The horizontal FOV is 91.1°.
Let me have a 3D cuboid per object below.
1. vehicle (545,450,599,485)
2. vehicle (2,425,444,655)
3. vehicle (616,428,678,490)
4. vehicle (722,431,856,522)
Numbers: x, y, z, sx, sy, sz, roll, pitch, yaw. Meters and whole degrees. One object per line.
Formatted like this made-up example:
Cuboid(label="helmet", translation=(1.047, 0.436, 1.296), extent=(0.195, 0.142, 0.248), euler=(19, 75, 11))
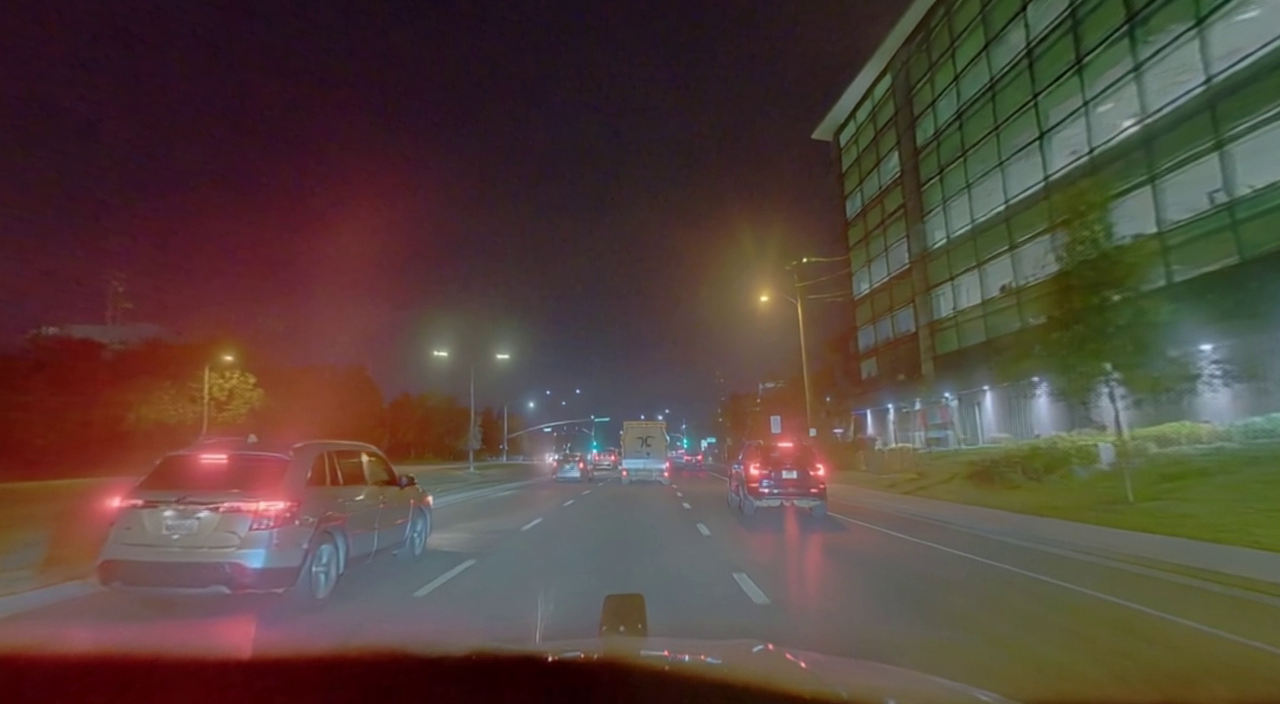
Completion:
Cuboid(label="vehicle", translation=(-3.241, 5.649, 30.961), extent=(1.984, 1.567, 4.311), euler=(0, -9, 3))
Cuboid(label="vehicle", translation=(-3.628, 1.647, 6.488), extent=(1.934, 1.643, 3.718), euler=(0, -9, 1))
Cuboid(label="vehicle", translation=(0.458, 4.707, 28.029), extent=(2.457, 2.440, 5.486), euler=(-1, -9, 4))
Cuboid(label="vehicle", translation=(3.484, 3.006, 15.737), extent=(2.283, 1.923, 4.427), euler=(0, -9, 1))
